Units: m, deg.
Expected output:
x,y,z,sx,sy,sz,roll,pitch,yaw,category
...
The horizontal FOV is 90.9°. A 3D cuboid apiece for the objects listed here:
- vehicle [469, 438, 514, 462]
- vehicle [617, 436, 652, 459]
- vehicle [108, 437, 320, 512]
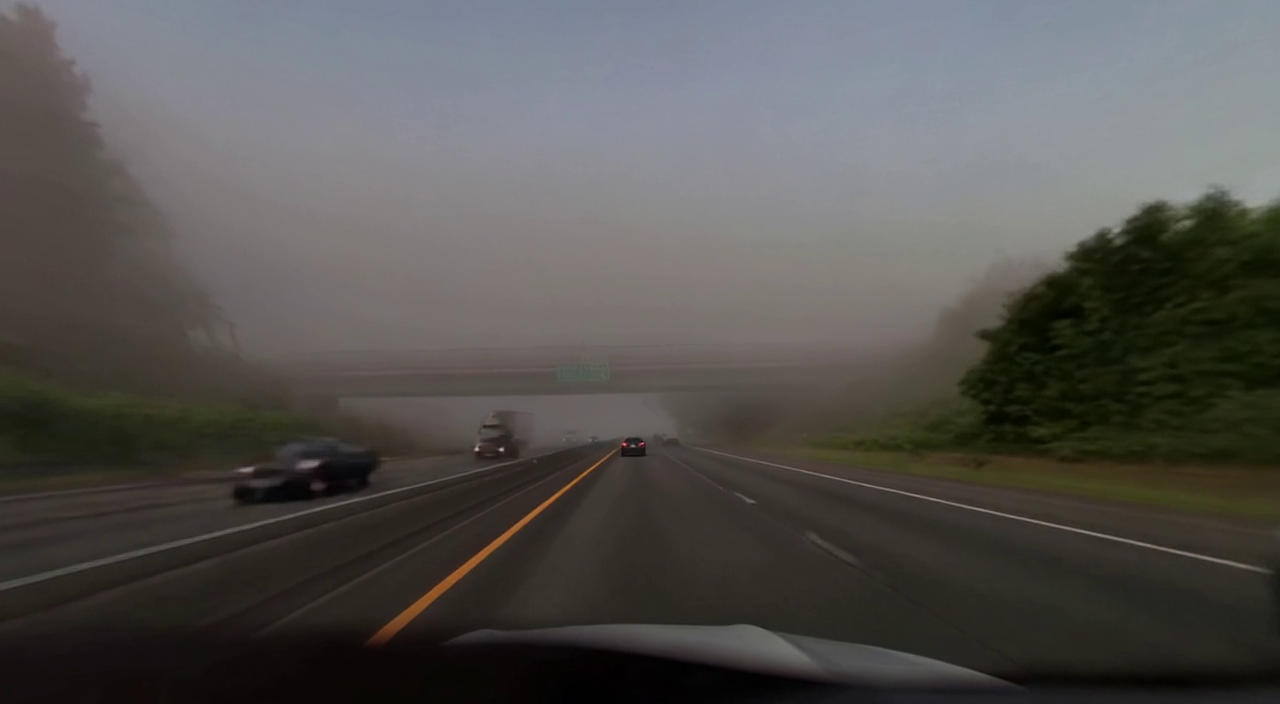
x,y,z,sx,sy,sz,roll,pitch,yaw,category
-8.882,5.871,38.006,1.776,1.345,3.932,0,-7,0,vehicle
-0.368,5.728,38.130,1.996,1.325,4.029,0,-7,-1,vehicle
-8.669,2.476,13.291,1.936,1.322,3.678,0,-7,-1,vehicle
